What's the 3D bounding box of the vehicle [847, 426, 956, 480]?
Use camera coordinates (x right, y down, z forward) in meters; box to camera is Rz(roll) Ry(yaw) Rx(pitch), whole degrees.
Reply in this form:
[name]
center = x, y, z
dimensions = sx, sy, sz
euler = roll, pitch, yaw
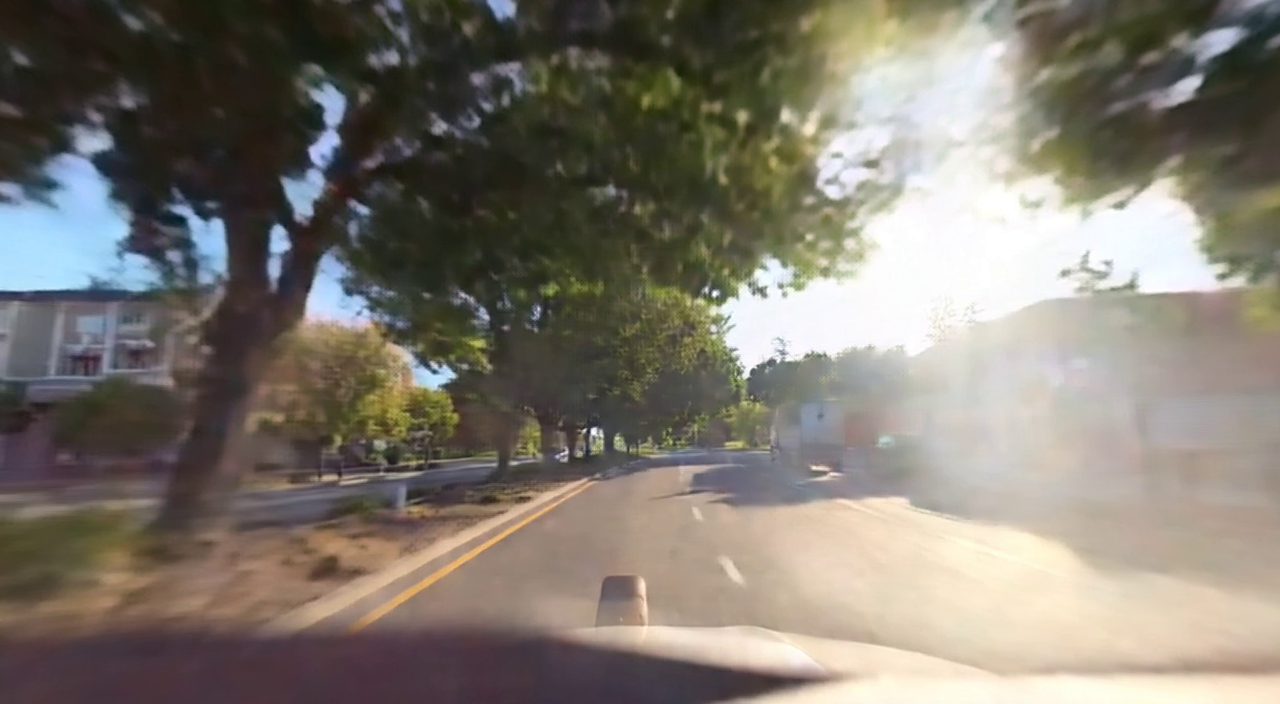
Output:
[vehicle]
center = 10.419, 4.092, 25.806
dimensions = 2.200, 1.944, 5.935
euler = 0, -8, 3
